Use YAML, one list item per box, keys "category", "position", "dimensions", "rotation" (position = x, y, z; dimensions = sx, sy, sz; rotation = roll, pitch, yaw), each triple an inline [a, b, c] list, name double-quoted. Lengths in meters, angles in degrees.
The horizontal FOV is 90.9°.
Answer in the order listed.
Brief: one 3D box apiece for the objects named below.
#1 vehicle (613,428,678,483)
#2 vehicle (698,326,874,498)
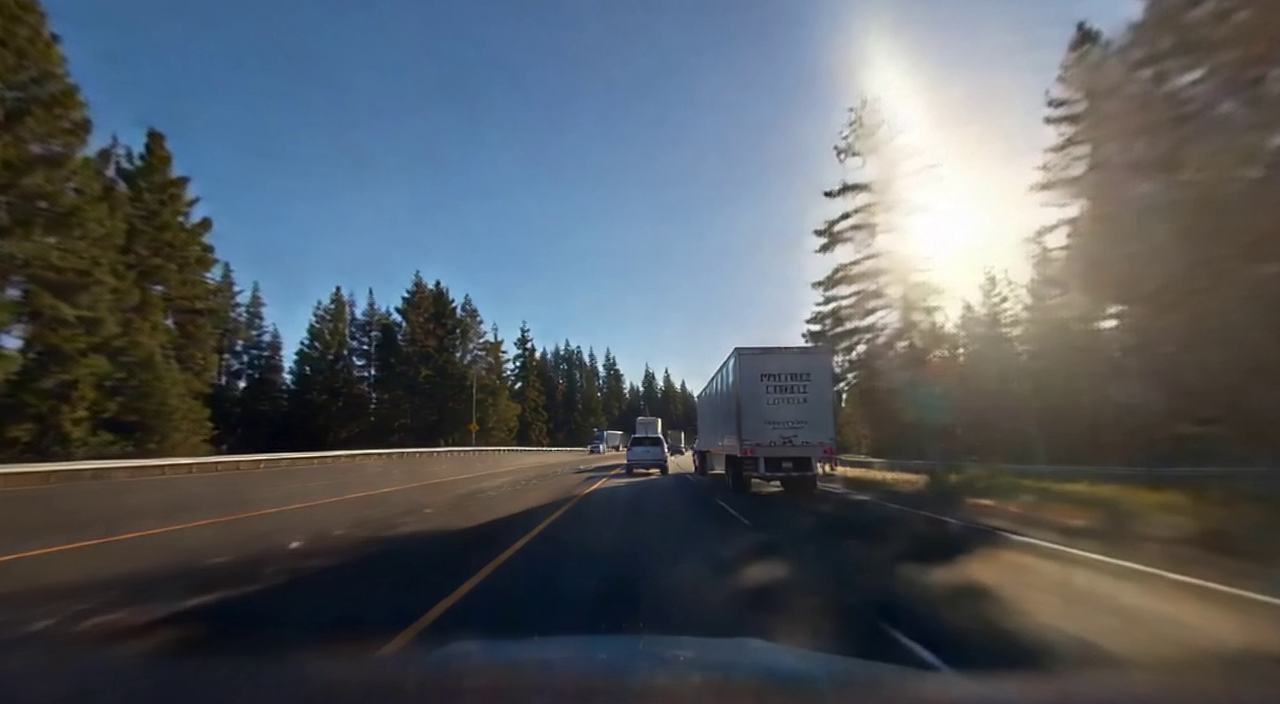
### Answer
- category: "vehicle"
  position: [0.214, 3.886, 24.019]
  dimensions: [2.222, 1.848, 4.610]
  rotation: [0, -8, 1]
- category: "vehicle"
  position: [4.257, 2.619, 23.551]
  dimensions: [2.899, 4.160, 16.621]
  rotation: [0, -8, 1]
